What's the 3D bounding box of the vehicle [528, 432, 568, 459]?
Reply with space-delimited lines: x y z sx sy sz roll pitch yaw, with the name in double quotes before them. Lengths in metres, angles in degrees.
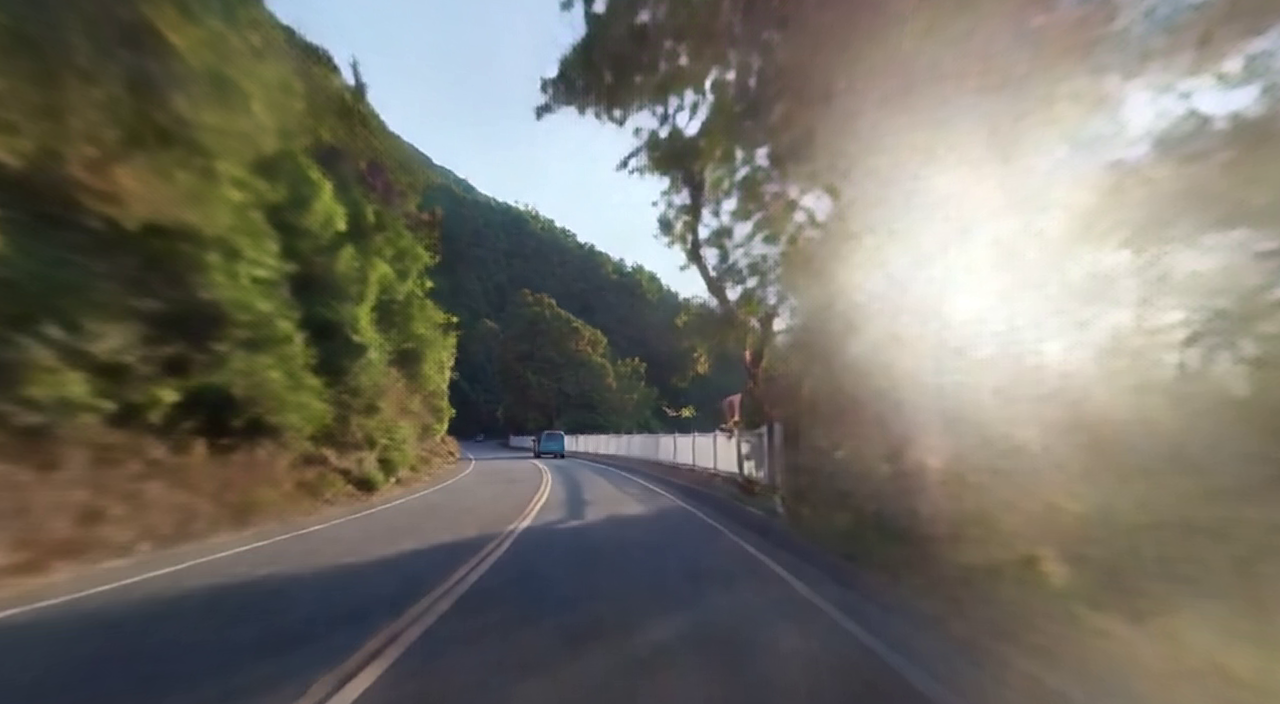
"vehicle" -7.197 7.244 48.876 2.439 1.912 5.605 2 -9 -14
